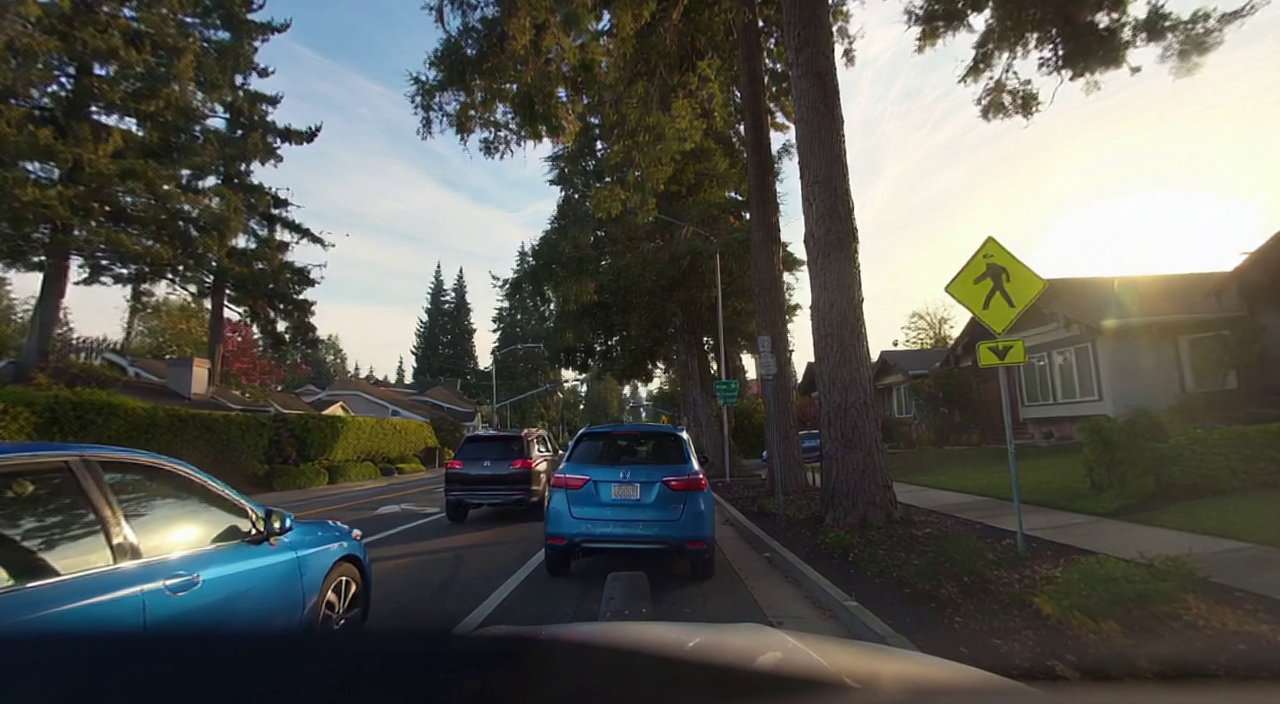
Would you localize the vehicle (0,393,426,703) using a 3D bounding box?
[{"bbox_3d":[-2.866,1.036,2.985,1.968,1.472,4.685,0,-9,1],"label":"vehicle"}]

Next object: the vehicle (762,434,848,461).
[{"bbox_3d":[9.320,5.439,35.852,4.456,1.504,1.914,-1,-9,6],"label":"vehicle"}]

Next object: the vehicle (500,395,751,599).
[{"bbox_3d":[-0.130,1.520,7.369,2.120,1.718,3.909,0,-9,0],"label":"vehicle"}]

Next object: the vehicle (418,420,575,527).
[{"bbox_3d":[-2.574,2.303,12.482,2.000,1.737,4.133,0,-9,2],"label":"vehicle"}]
